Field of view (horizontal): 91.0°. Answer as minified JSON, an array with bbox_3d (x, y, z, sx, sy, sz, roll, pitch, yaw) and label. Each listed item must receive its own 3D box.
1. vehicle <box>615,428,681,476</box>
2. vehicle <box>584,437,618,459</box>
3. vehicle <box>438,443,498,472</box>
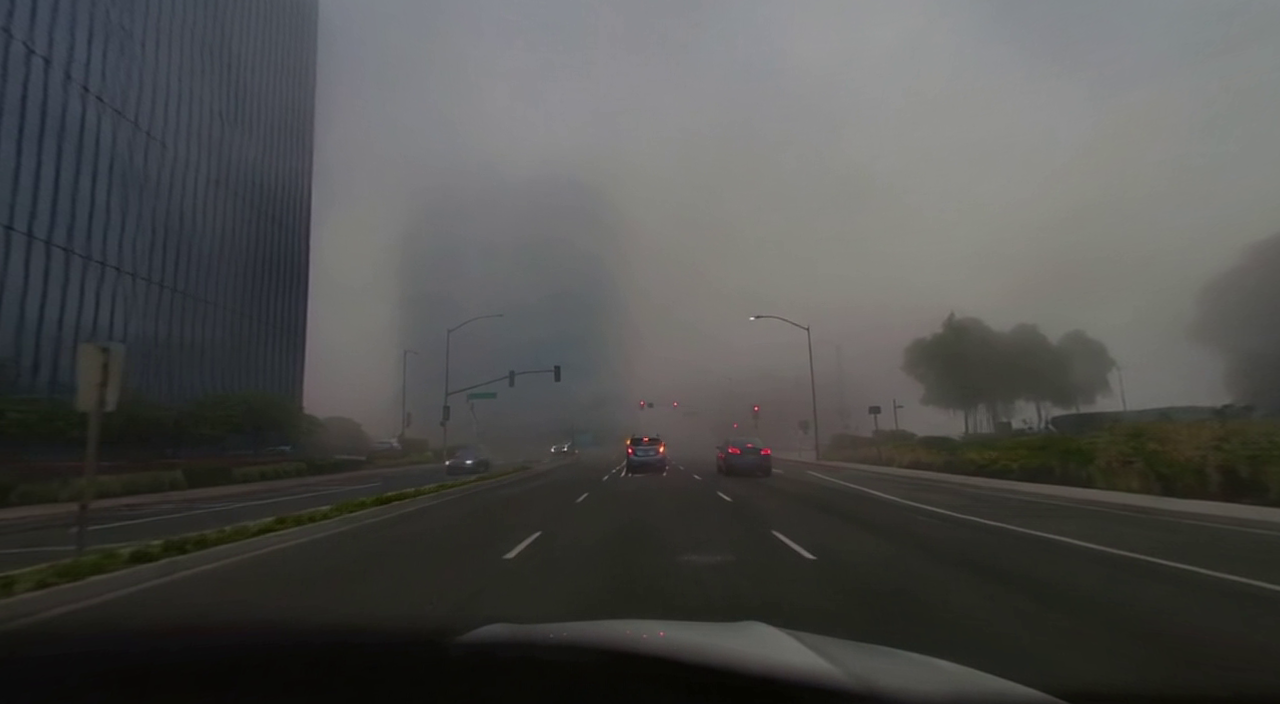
[{"bbox_3d":[0.326,4.272,27.050,2.601,1.878,4.535,0,-8,0],"label":"vehicle"},{"bbox_3d":[-2.833,7.118,46.615,2.103,1.569,3.861,0,-9,2],"label":"vehicle"},{"bbox_3d":[-9.851,6.076,36.417,1.967,1.552,4.536,-1,-9,4],"label":"vehicle"}]
